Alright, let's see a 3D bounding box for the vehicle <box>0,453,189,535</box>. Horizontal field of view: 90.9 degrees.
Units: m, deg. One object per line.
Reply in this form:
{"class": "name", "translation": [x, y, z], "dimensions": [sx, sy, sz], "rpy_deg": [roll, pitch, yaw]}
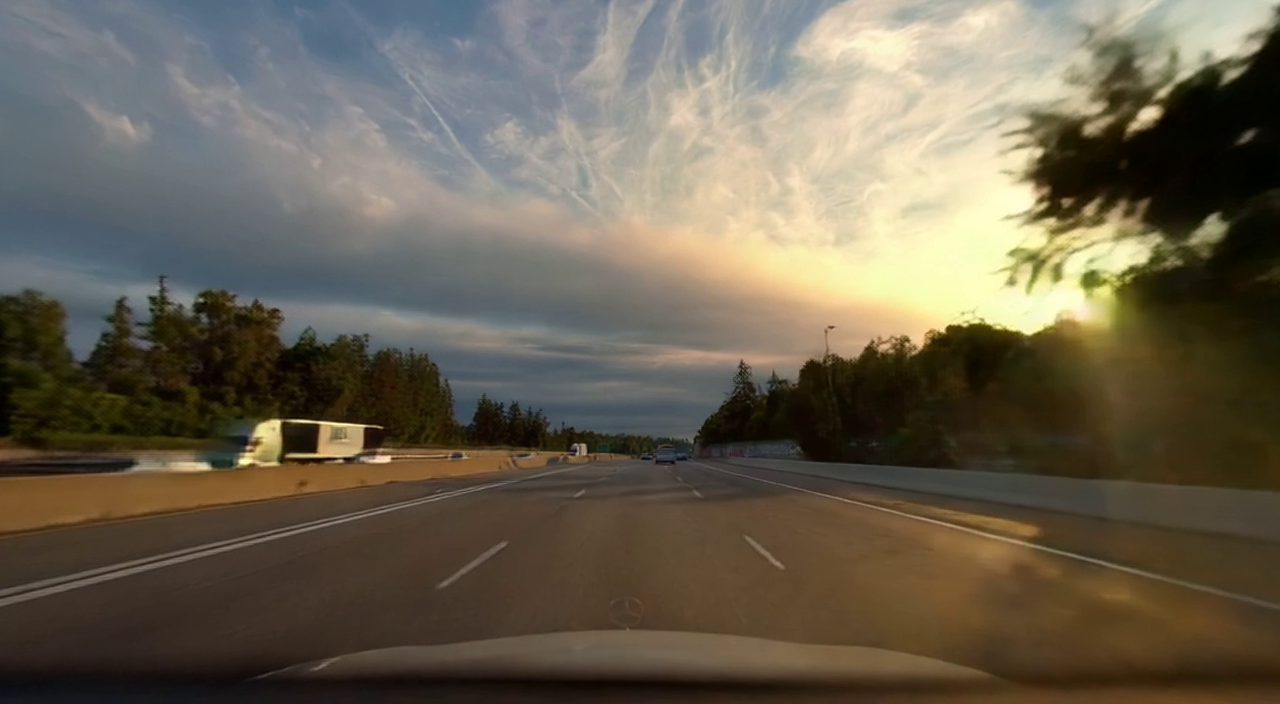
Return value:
{"class": "vehicle", "translation": [-12.588, 2.994, 13.945], "dimensions": [1.866, 1.480, 4.496], "rpy_deg": [0, -9, 0]}

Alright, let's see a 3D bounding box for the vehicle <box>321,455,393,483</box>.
{"class": "vehicle", "translation": [-15.822, 6.538, 35.501], "dimensions": [1.960, 1.471, 4.518], "rpy_deg": [0, -9, 0]}

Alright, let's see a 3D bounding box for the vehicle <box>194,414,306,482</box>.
{"class": "vehicle", "translation": [-25.027, 6.249, 40.887], "dimensions": [2.948, 4.021, 5.825], "rpy_deg": [-1, -9, 6]}
